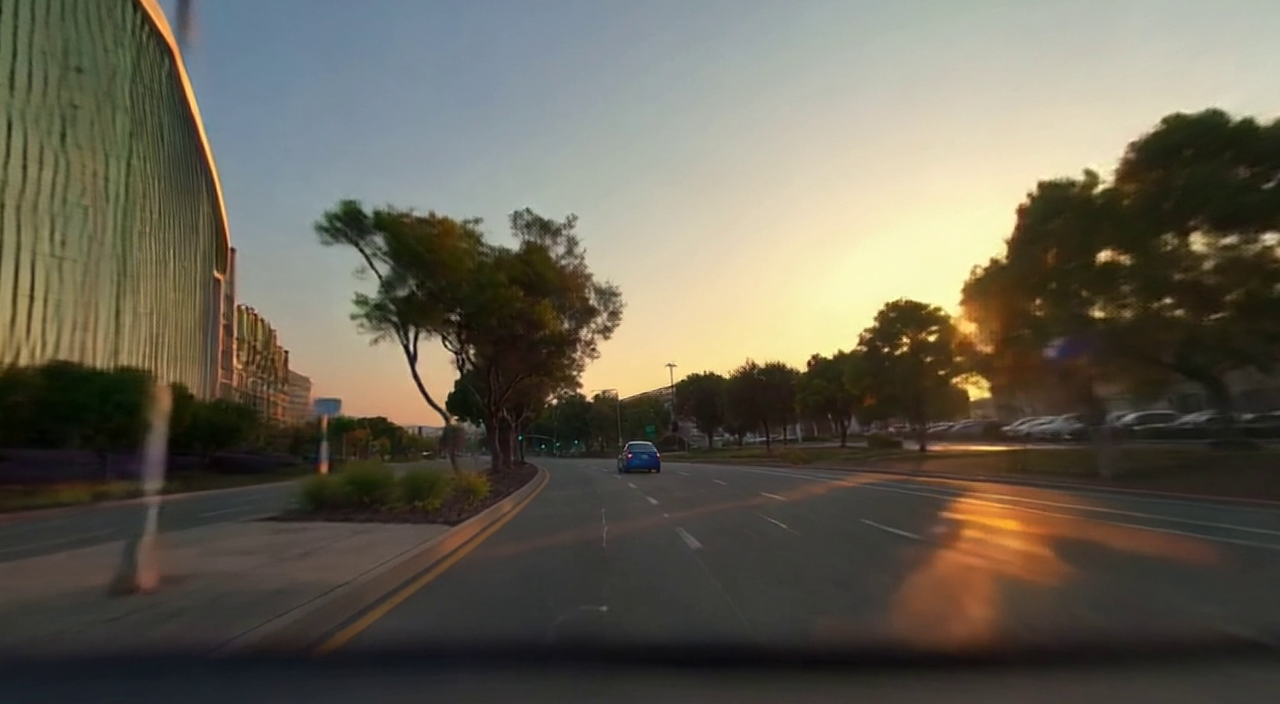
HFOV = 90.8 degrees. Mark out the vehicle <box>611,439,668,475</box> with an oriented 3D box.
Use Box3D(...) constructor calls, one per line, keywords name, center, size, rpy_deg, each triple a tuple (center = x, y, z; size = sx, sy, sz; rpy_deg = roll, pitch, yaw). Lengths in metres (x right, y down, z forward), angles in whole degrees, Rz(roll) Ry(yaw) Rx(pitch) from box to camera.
Box3D(name="vehicle", center=(-0.128, 5.272, 31.935), size=(2.165, 1.633, 4.381), rpy_deg=(1, -9, -10))
